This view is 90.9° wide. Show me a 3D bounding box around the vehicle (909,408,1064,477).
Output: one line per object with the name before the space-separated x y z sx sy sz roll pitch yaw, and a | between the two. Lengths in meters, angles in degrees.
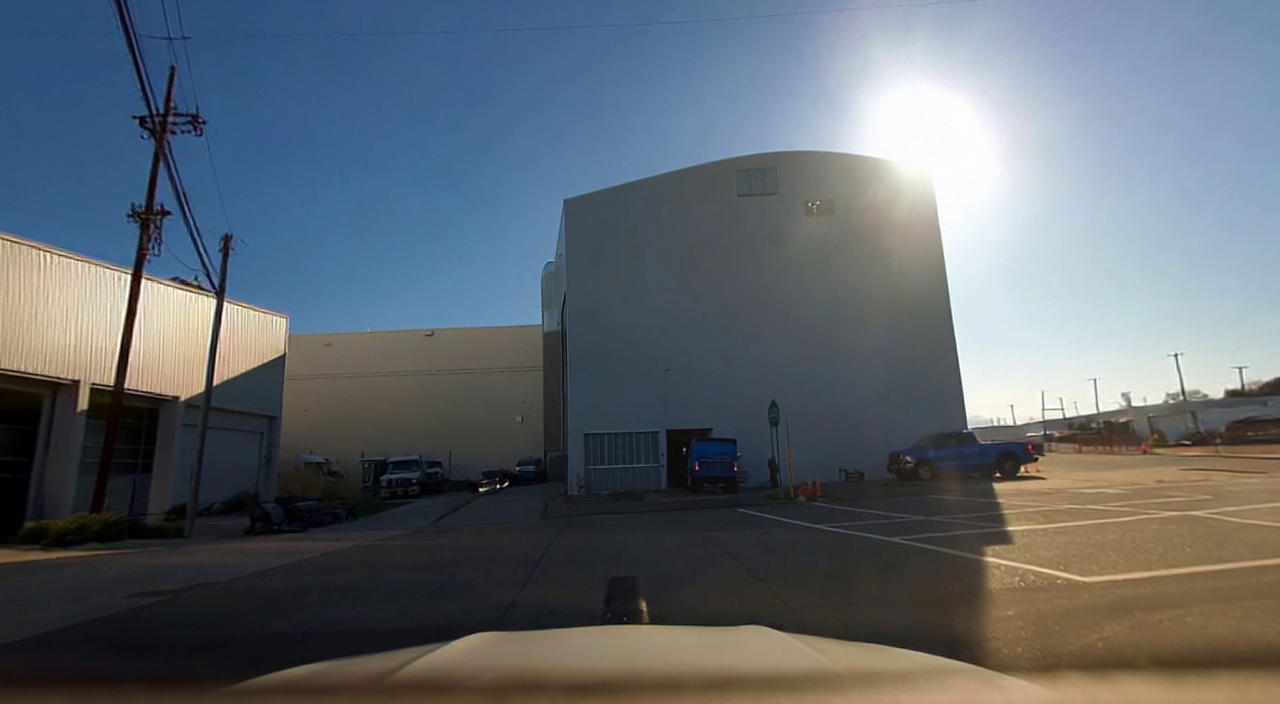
vehicle | 17.480 4.636 32.034 6.271 3.004 2.298 -3 -11 -5

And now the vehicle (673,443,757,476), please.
vehicle | 4.874 7.066 41.562 5.207 2.103 1.997 0 -8 -4
